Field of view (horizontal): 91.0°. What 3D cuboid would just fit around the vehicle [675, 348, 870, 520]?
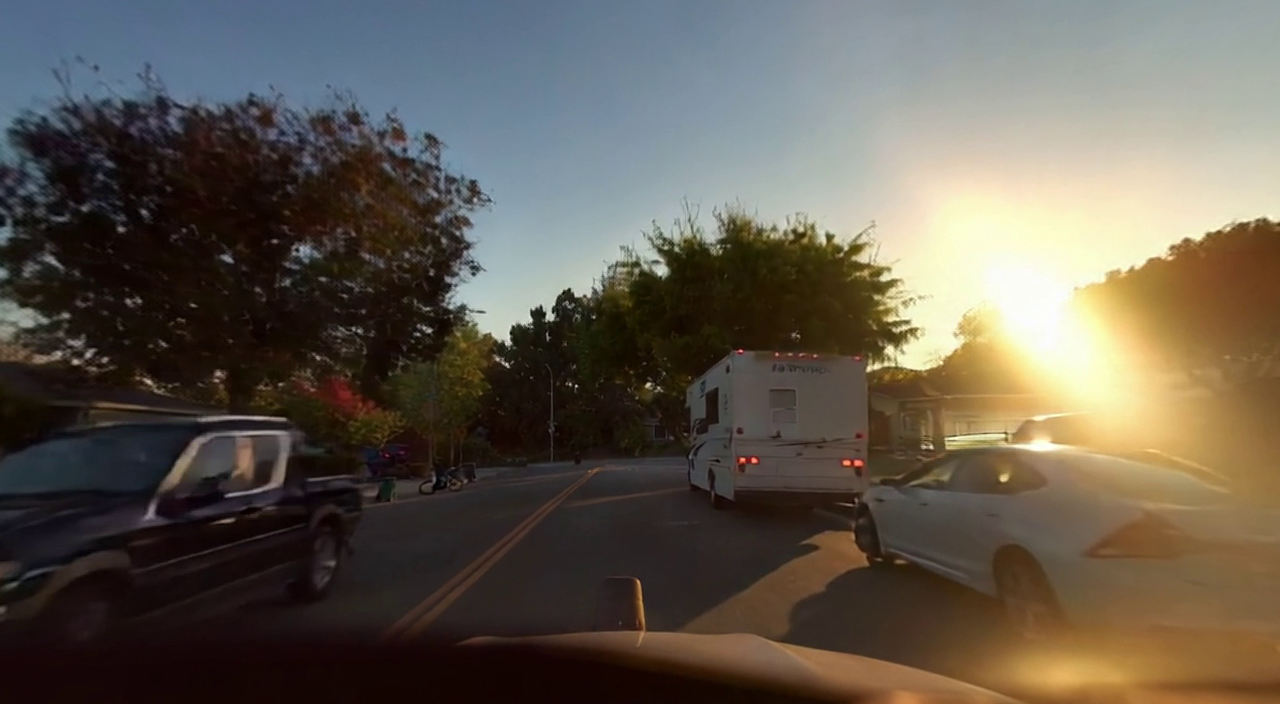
[{"bbox_3d":[2.742,2.185,16.426,2.915,3.243,8.972,0,-8,-1],"label":"vehicle"}]

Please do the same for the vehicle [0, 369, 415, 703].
[{"bbox_3d":[-3.605,1.267,4.940,2.194,1.763,4.288,0,-8,-2],"label":"vehicle"}]

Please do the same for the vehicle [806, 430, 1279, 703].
[{"bbox_3d":[3.163,1.479,5.676,1.870,1.429,4.743,0,-8,-2],"label":"vehicle"}]
